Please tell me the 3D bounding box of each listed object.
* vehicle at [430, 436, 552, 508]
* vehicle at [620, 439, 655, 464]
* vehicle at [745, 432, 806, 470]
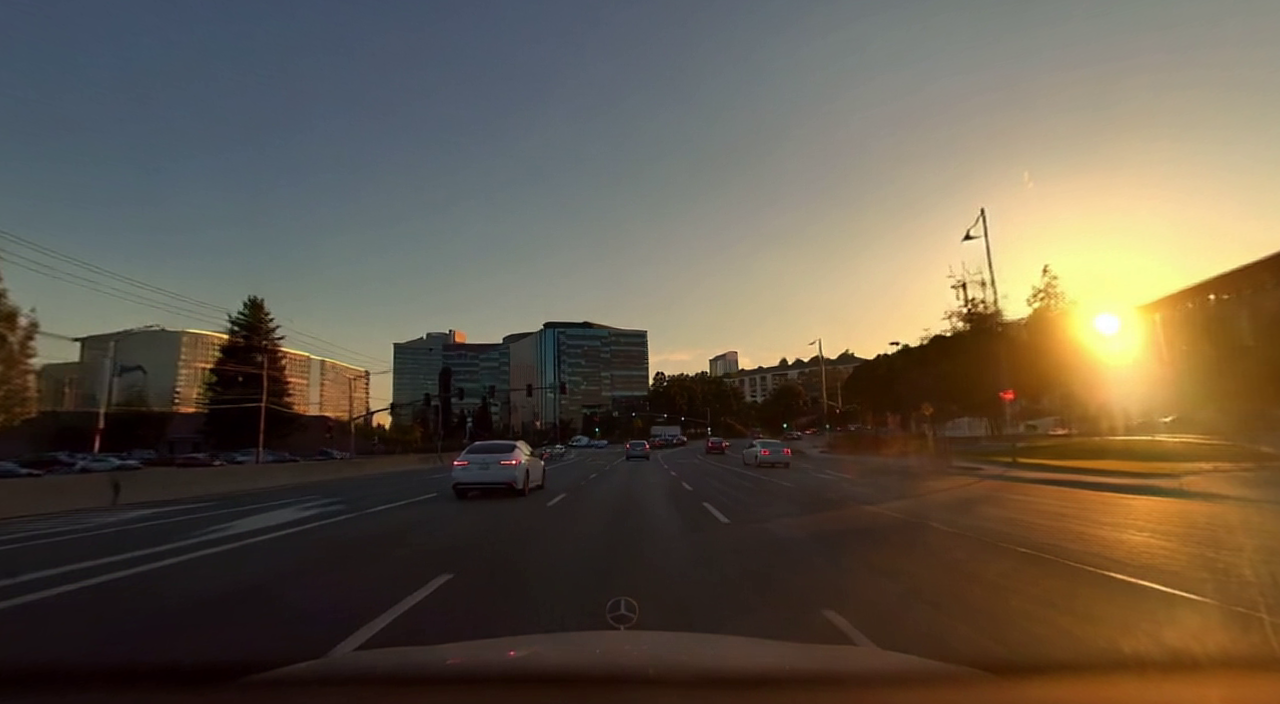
[{"bbox_3d":[-3.380,2.791,15.235,1.837,1.463,4.311,0,-8,1],"label":"vehicle"},{"bbox_3d":[-0.184,6.273,39.907,2.098,1.431,3.958,0,-8,-1],"label":"vehicle"},{"bbox_3d":[6.546,4.832,31.053,1.945,1.706,4.190,0,-8,-2],"label":"vehicle"}]
